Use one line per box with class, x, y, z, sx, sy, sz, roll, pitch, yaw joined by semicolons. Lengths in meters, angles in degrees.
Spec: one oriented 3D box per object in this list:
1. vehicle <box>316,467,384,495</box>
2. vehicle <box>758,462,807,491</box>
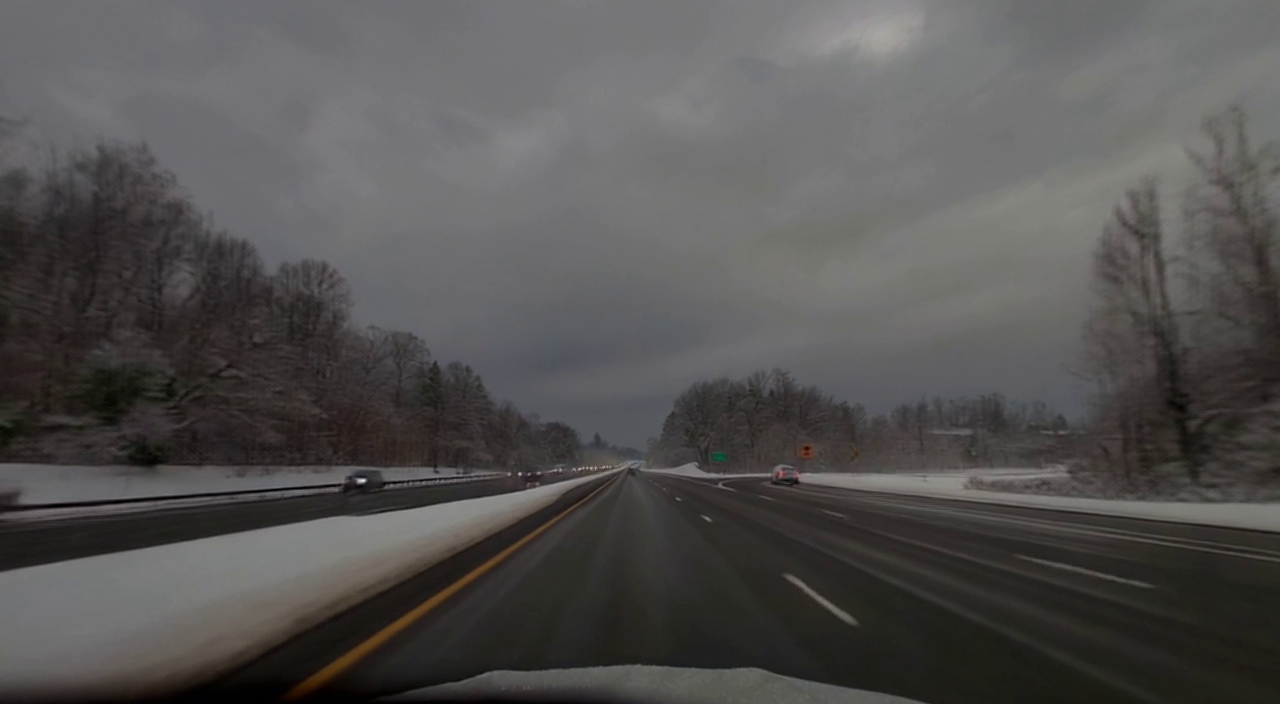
vehicle;-18.313;8.173;40.041;1.946;1.619;4.564;0;-10;3
vehicle;8.217;7.215;36.709;1.951;1.566;4.616;0;-10;2
